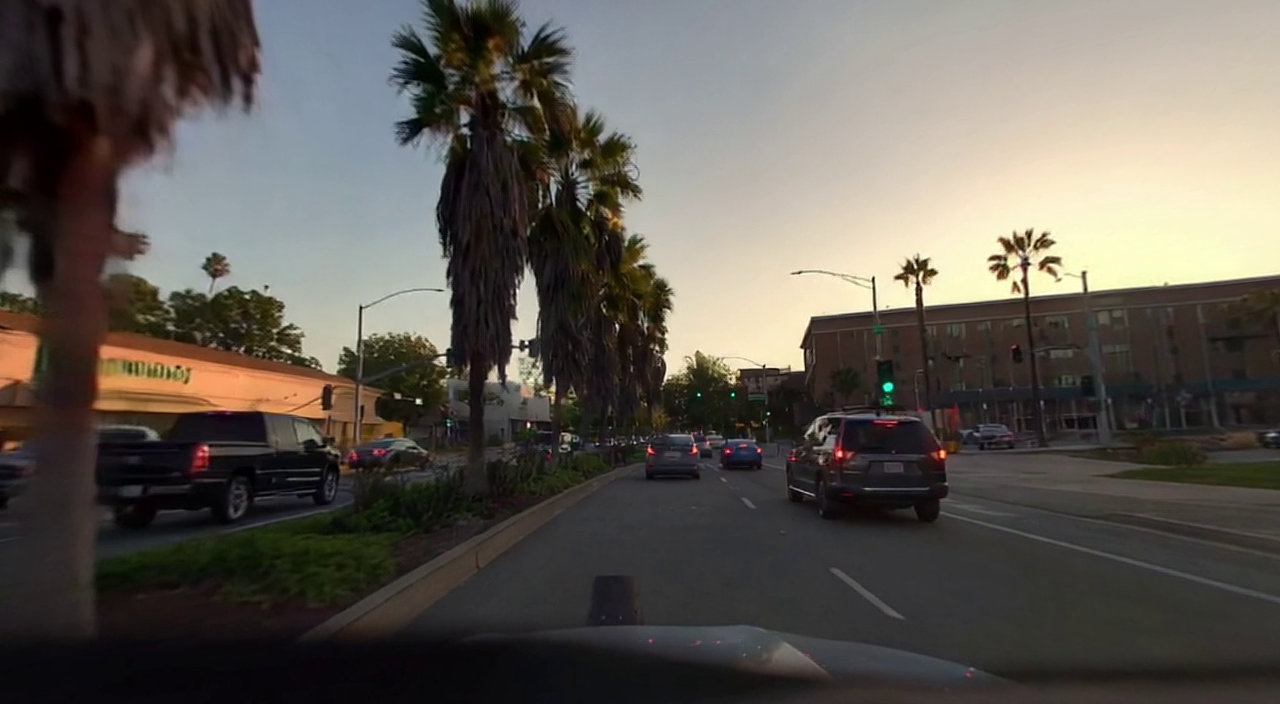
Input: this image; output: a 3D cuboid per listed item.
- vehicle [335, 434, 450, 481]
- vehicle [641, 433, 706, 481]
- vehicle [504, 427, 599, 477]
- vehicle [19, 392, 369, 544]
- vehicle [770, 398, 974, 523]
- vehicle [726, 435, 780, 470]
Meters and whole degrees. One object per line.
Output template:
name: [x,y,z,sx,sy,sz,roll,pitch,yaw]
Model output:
vehicle: [-8.625,3.719,22.528,2.017,1.472,4.418,-1,-8,5]
vehicle: [1.185,3.603,21.940,2.057,1.492,3.825,-1,-8,4]
vehicle: [-3.293,3.874,24.716,2.088,1.746,4.650,-2,-9,14]
vehicle: [-6.600,1.788,10.278,2.127,1.888,4.637,-1,-8,2]
vehicle: [4.153,2.071,12.506,2.267,1.931,5.145,-1,-8,3]
vehicle: [5.181,4.675,29.552,2.149,1.532,4.168,-1,-8,5]
